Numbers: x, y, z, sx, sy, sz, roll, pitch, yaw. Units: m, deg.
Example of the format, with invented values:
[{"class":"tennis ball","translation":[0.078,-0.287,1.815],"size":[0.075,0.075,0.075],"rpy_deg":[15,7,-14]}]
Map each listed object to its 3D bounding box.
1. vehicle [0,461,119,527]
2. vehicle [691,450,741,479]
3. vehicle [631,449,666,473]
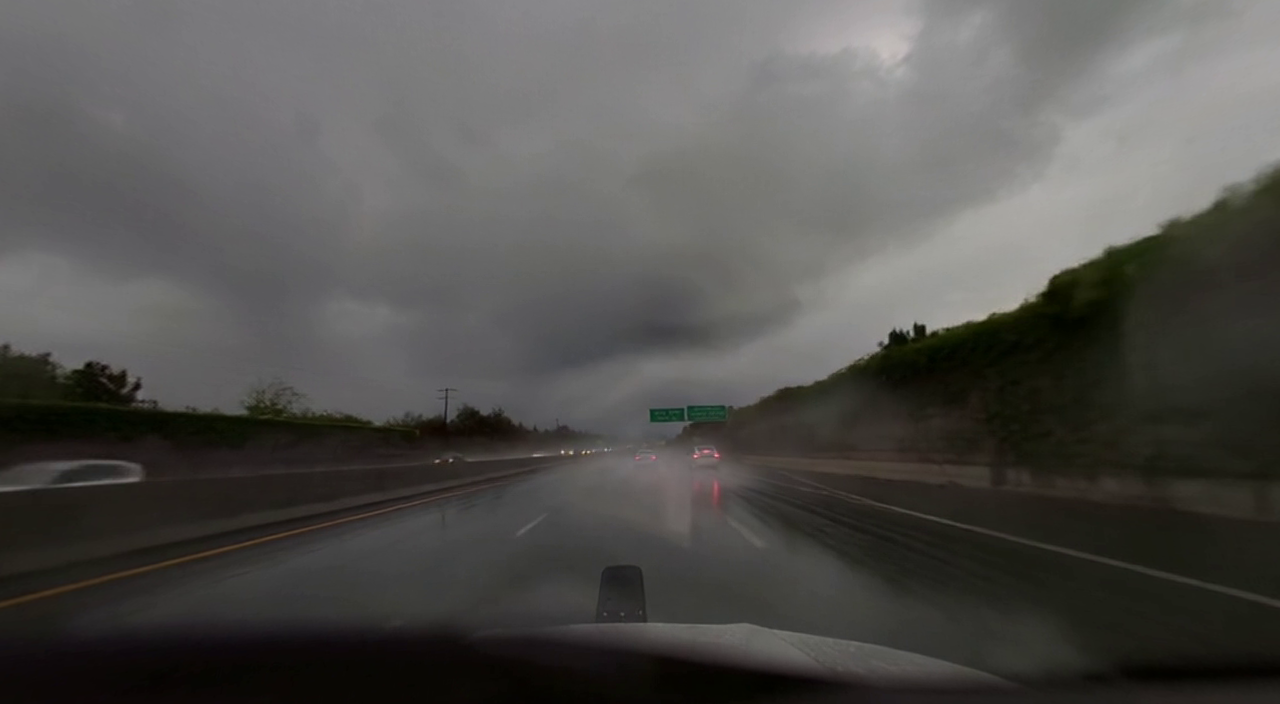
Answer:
[{"class":"vehicle","translation":[-16.109,3.563,15.932],"size":[1.919,1.473,4.498],"rpy_deg":[-1,-9,1]},{"class":"vehicle","translation":[3.632,5.434,30.672],"size":[1.883,1.320,3.386],"rpy_deg":[0,-9,-2]},{"class":"vehicle","translation":[0.490,6.803,39.377],"size":[2.065,1.400,4.028],"rpy_deg":[0,-9,0]}]
